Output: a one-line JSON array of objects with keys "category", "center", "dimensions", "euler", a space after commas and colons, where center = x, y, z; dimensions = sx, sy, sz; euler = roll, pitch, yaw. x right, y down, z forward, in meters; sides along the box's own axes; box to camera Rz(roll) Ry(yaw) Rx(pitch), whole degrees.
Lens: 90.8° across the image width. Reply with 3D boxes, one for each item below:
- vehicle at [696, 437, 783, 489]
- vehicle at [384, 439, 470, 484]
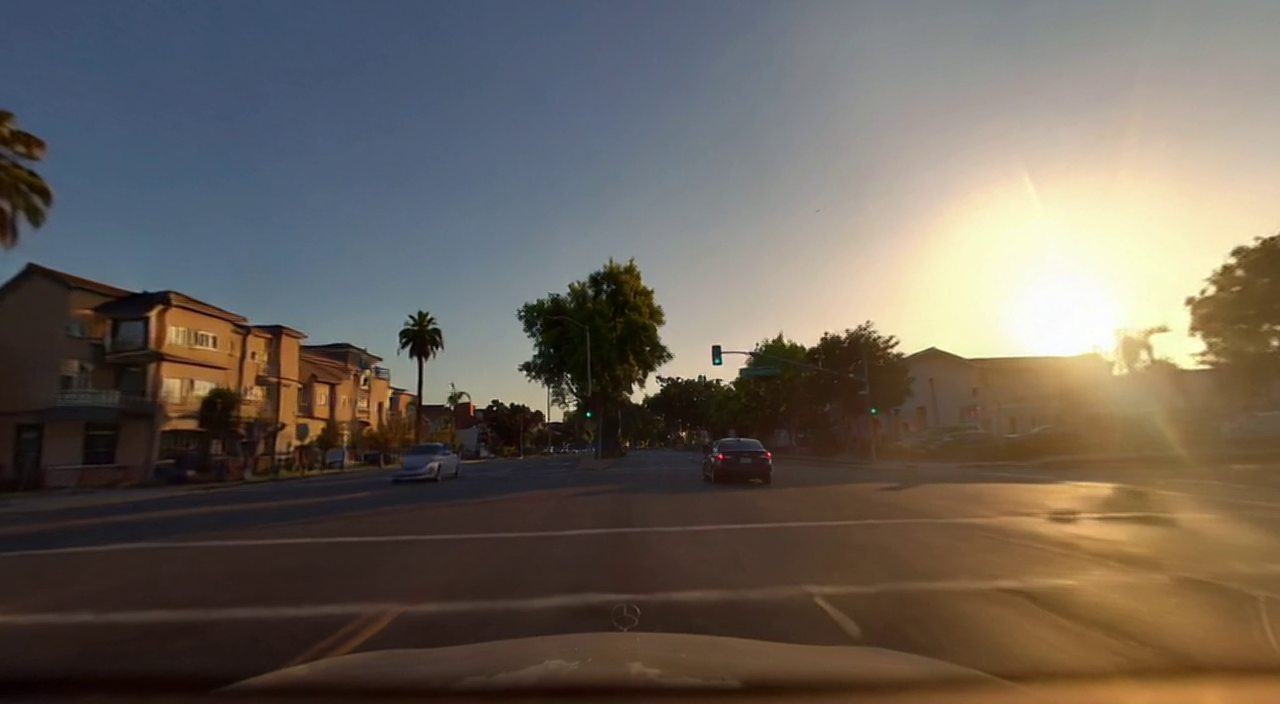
[{"category": "vehicle", "center": [3.014, 3.477, 20.172], "dimensions": [1.964, 1.448, 4.295], "euler": [0, -8, -2]}, {"category": "vehicle", "center": [-8.784, 4.522, 26.488], "dimensions": [2.010, 1.718, 4.443], "euler": [0, -8, 0]}]
